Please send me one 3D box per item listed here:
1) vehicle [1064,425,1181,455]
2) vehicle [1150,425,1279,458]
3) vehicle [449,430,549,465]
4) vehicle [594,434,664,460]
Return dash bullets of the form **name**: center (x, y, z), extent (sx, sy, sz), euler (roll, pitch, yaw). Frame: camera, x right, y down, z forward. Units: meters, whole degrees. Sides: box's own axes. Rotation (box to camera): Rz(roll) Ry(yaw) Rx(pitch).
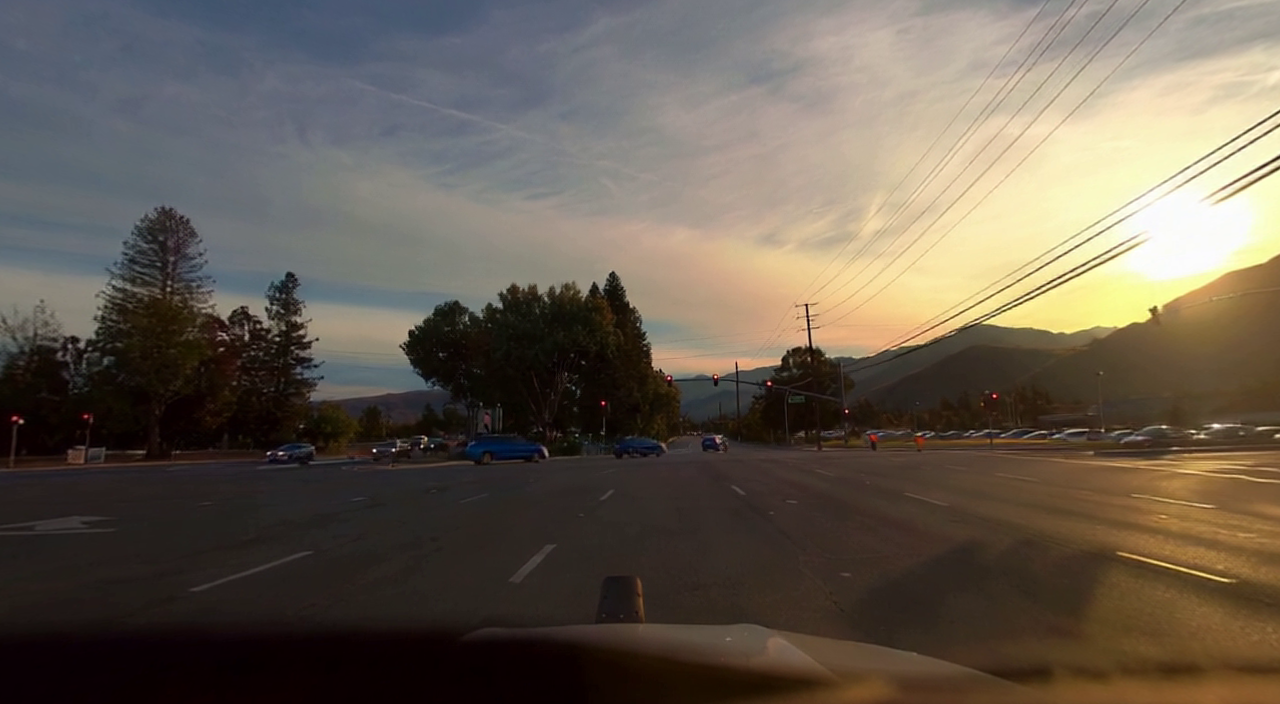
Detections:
- **vehicle**: center (28.325, 5.197, 37.182), extent (5.100, 1.680, 2.055), euler (0, -8, 1)
- **vehicle**: center (27.301, 4.237, 29.781), extent (4.778, 1.495, 1.959), euler (0, -8, 0)
- **vehicle**: center (-7.551, 5.139, 34.050), extent (4.812, 1.735, 2.105), euler (5, -10, -29)
- **vehicle**: center (-0.683, 6.075, 40.440), extent (4.218, 1.542, 2.044), euler (8, -12, -44)
